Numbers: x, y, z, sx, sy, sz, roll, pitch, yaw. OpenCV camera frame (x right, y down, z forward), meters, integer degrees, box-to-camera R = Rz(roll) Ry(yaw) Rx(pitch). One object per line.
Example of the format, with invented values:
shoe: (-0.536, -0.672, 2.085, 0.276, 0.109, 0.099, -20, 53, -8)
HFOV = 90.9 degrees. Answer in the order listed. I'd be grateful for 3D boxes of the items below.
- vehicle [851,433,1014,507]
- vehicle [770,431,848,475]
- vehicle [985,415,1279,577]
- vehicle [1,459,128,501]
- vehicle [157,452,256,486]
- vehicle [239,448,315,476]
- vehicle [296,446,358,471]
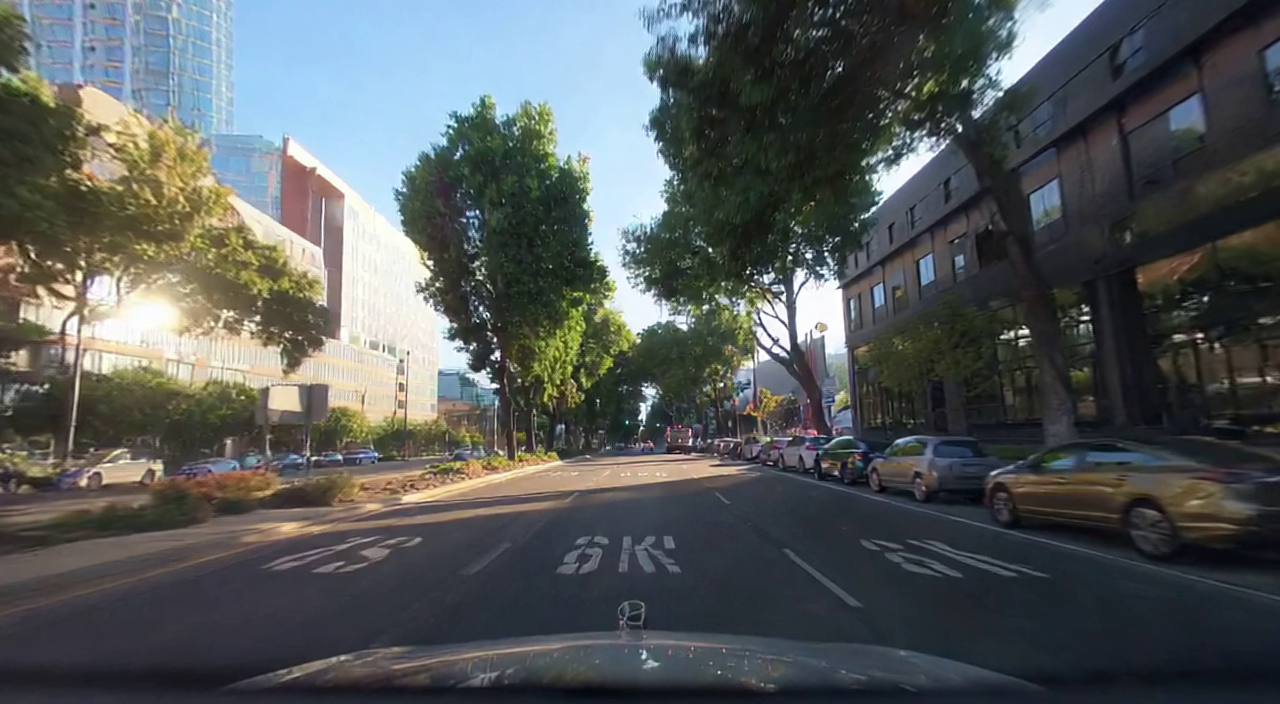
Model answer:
vehicle: (7.051, 2.871, 15.841, 1.964, 1.559, 4.533, -1, -8, 1)
vehicle: (7.086, 4.301, 27.025, 1.963, 1.701, 5.028, -1, -8, 1)
vehicle: (6.978, 1.790, 8.687, 1.877, 1.630, 4.390, 0, -8, -1)
vehicle: (-22.102, 4.888, 24.380, 1.842, 1.312, 3.209, -3, -9, 1)
vehicle: (-22.117, 5.944, 32.426, 1.795, 1.415, 4.664, -5, -9, 0)
vehicle: (-22.189, 6.695, 38.733, 1.990, 1.525, 4.387, -3, -9, 1)
vehicle: (-21.890, 7.454, 44.363, 1.827, 1.518, 4.870, -3, -9, 1)
